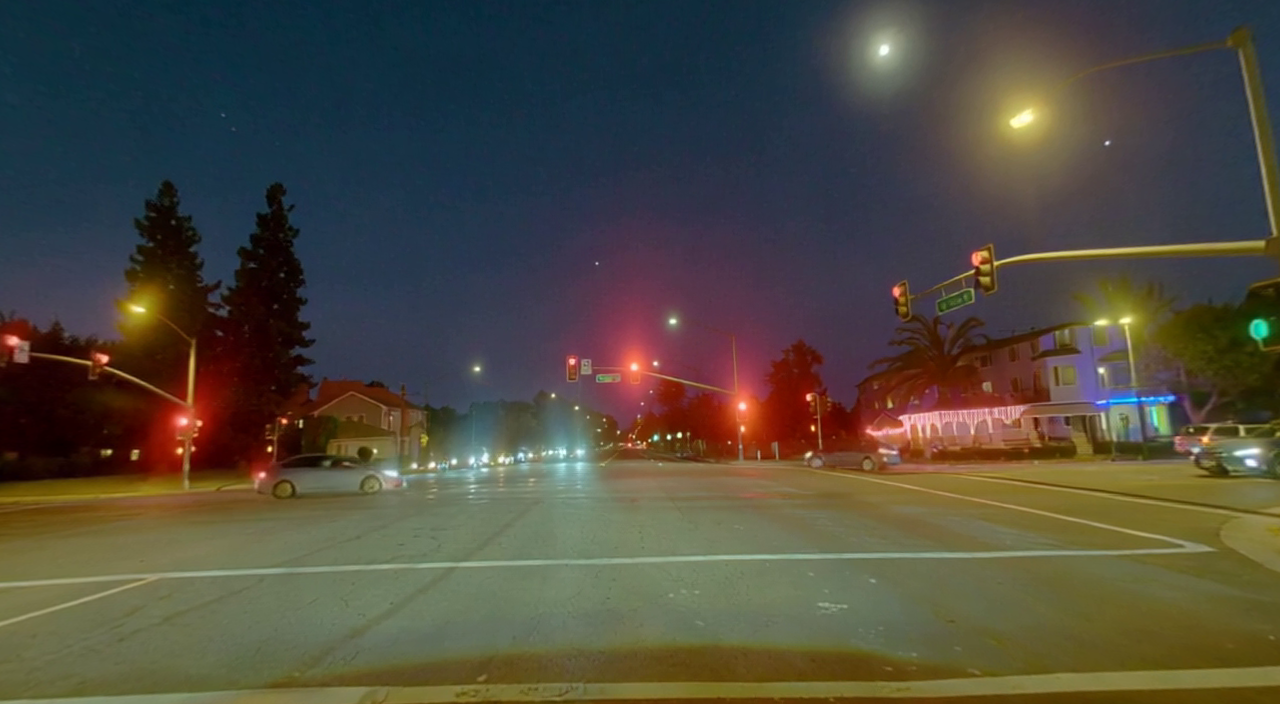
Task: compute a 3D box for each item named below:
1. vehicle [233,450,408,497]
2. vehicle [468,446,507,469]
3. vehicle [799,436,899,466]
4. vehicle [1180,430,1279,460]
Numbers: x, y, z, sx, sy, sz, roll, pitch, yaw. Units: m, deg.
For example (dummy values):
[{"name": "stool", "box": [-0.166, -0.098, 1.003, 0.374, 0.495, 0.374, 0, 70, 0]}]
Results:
[{"name": "vehicle", "box": [-10.638, 4.073, 21.318, 4.823, 1.449, 2.017, -1, -9, 1]}, {"name": "vehicle", "box": [-10.732, 7.455, 44.756, 1.881, 1.509, 3.377, 0, -9, 1]}, {"name": "vehicle", "box": [11.556, 5.490, 35.020, 4.873, 1.539, 1.932, -6, -10, 33]}, {"name": "vehicle", "box": [31.294, 4.886, 33.040, 4.318, 1.488, 1.870, 0, -9, -1]}]
